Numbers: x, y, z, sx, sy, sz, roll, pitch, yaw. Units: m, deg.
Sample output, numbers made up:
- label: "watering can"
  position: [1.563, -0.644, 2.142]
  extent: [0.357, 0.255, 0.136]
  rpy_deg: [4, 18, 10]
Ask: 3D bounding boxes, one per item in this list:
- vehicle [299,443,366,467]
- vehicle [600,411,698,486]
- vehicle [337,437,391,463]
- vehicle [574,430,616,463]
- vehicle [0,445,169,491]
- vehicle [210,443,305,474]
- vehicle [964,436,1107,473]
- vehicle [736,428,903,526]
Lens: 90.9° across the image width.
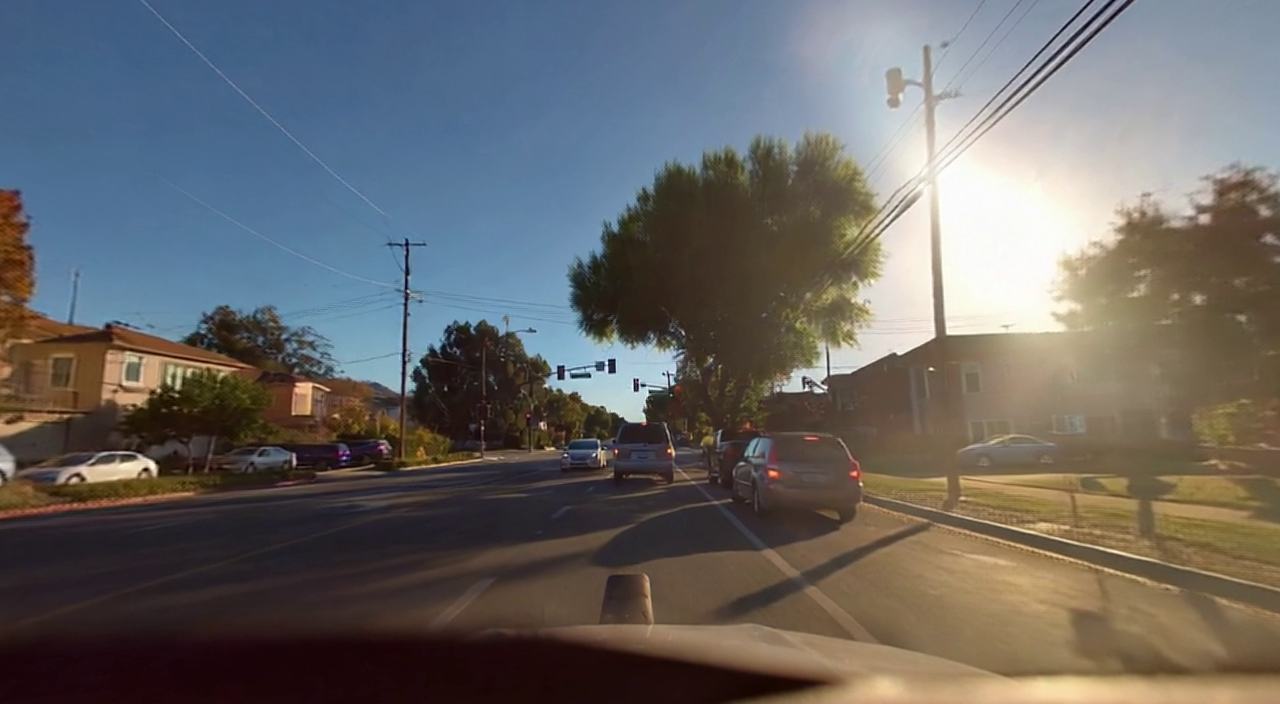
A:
- label: "vehicle"
  position: [-19.672, 6.589, 40.577]
  extent: [1.830, 1.436, 4.771]
  rpy_deg: [0, -8, 2]
- label: "vehicle"
  position: [0.267, 3.105, 20.375]
  extent: [2.769, 2.087, 5.130]
  rpy_deg: [0, -8, 0]
- label: "vehicle"
  position: [-19.913, 7.083, 45.710]
  extent: [1.996, 1.809, 4.699]
  rpy_deg: [0, -8, -3]
- label: "vehicle"
  position: [-2.604, 5.626, 37.595]
  extent: [1.999, 1.864, 4.279]
  rpy_deg: [0, -8, 3]
- label: "vehicle"
  position: [-19.828, 4.103, 22.735]
  extent: [1.866, 1.471, 4.770]
  rpy_deg: [0, -8, 1]
- label: "vehicle"
  position: [-19.723, 5.493, 32.785]
  extent: [1.891, 1.460, 4.681]
  rpy_deg: [0, -8, 2]
- label: "vehicle"
  position: [16.571, 4.305, 26.603]
  extent: [4.671, 1.495, 1.900]
  rpy_deg: [-1, -8, 4]
- label: "vehicle"
  position: [3.124, 2.263, 11.970]
  extent: [2.002, 1.511, 4.124]
  rpy_deg: [0, -8, 1]
